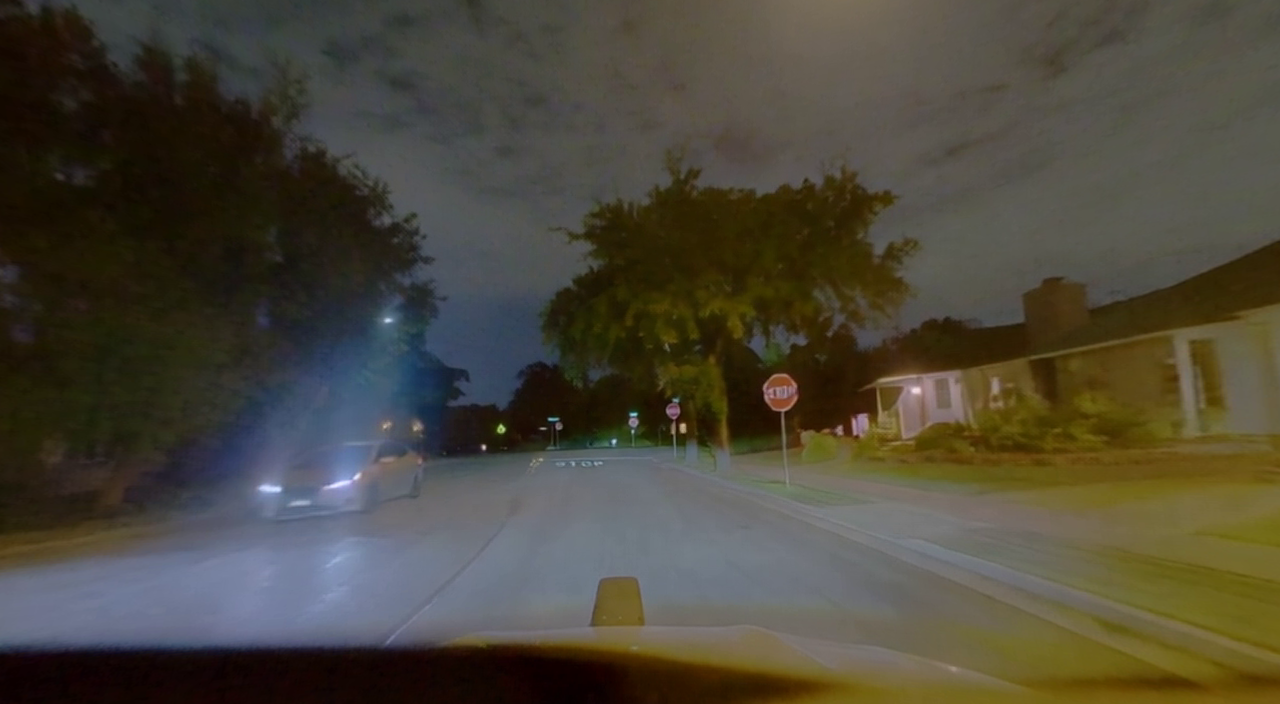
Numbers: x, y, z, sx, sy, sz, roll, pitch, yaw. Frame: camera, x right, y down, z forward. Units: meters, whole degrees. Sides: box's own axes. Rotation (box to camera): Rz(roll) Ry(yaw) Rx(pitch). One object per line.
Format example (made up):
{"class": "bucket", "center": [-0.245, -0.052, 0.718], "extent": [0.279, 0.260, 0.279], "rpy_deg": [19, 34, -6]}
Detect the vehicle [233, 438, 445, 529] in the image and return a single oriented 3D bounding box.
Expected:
{"class": "vehicle", "center": [-5.850, 2.574, 13.184], "extent": [2.146, 1.506, 4.885], "rpy_deg": [0, -8, -2]}
